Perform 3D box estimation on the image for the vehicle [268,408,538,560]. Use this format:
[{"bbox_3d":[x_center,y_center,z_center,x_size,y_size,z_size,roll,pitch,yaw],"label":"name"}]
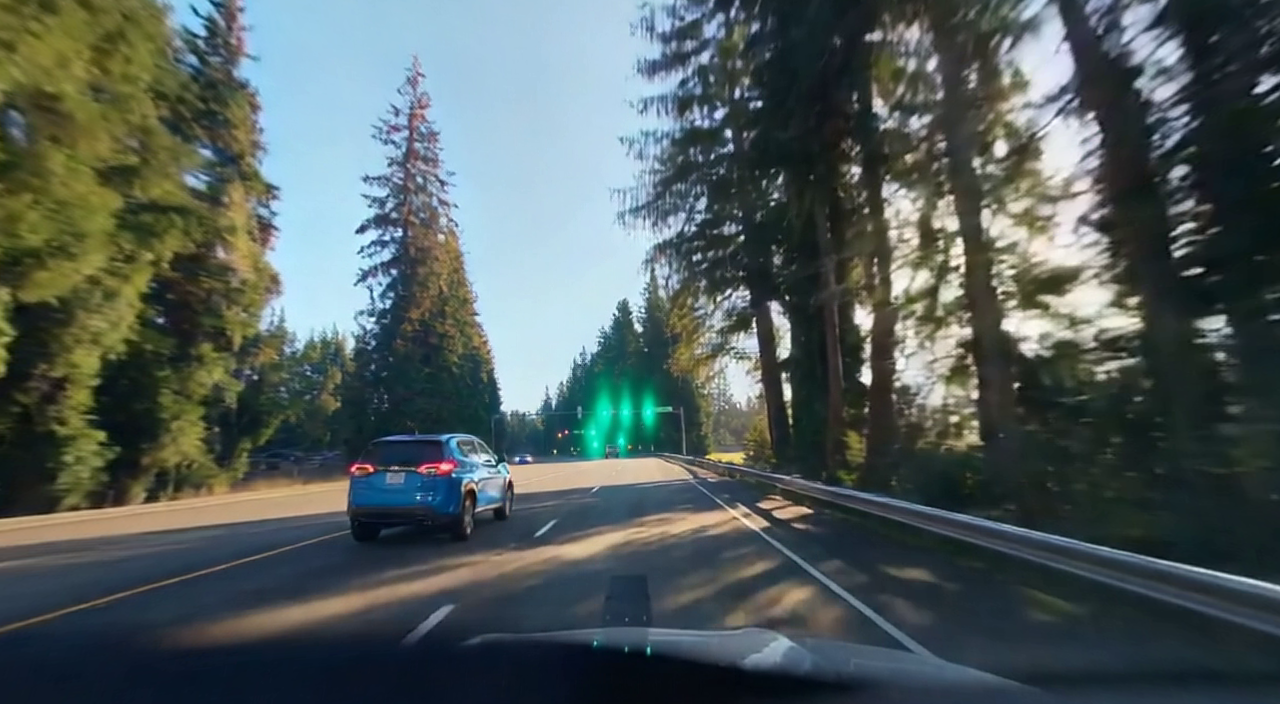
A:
[{"bbox_3d":[-3.354,2.007,10.377,2.336,1.857,4.986,-1,-8,2],"label":"vehicle"}]
